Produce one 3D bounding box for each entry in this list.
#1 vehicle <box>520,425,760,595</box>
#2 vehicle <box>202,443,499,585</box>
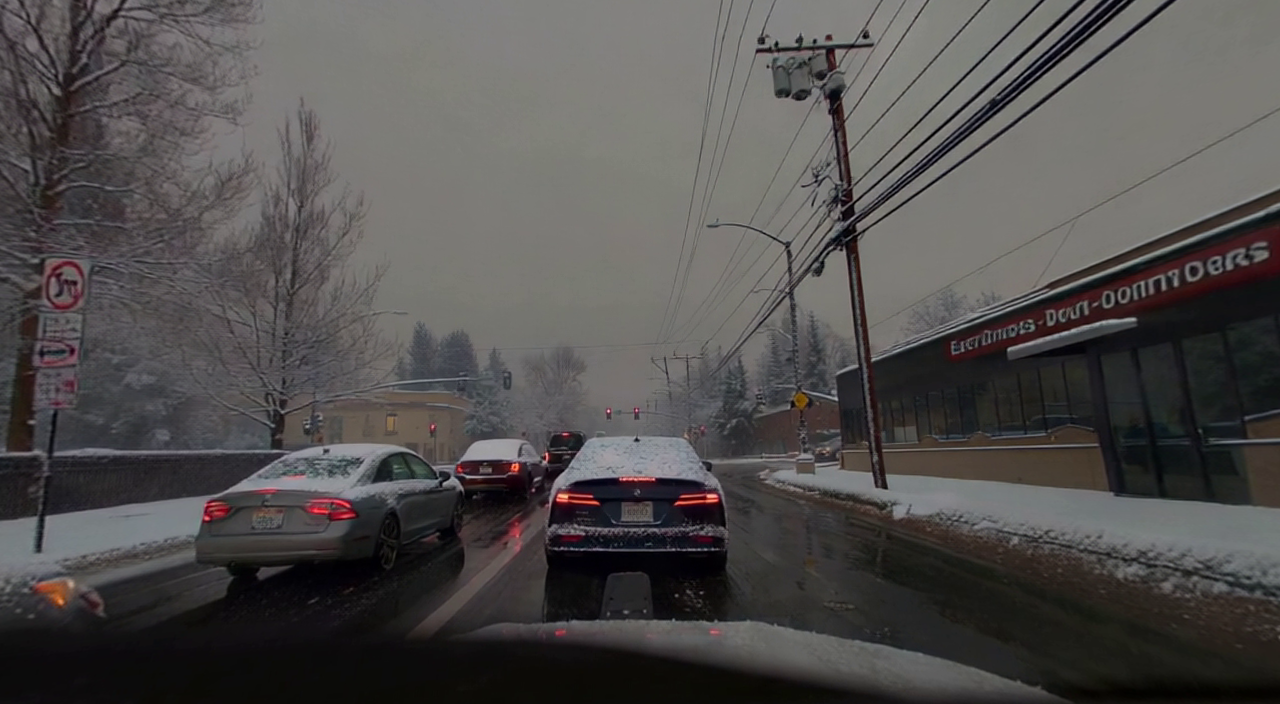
[{"bbox_3d":[-0.008,1.690,7.576,2.101,1.469,3.955,0,-9,0],"label":"vehicle"},{"bbox_3d":[-3.215,1.845,8.045,1.765,1.319,4.013,0,-9,2],"label":"vehicle"}]
